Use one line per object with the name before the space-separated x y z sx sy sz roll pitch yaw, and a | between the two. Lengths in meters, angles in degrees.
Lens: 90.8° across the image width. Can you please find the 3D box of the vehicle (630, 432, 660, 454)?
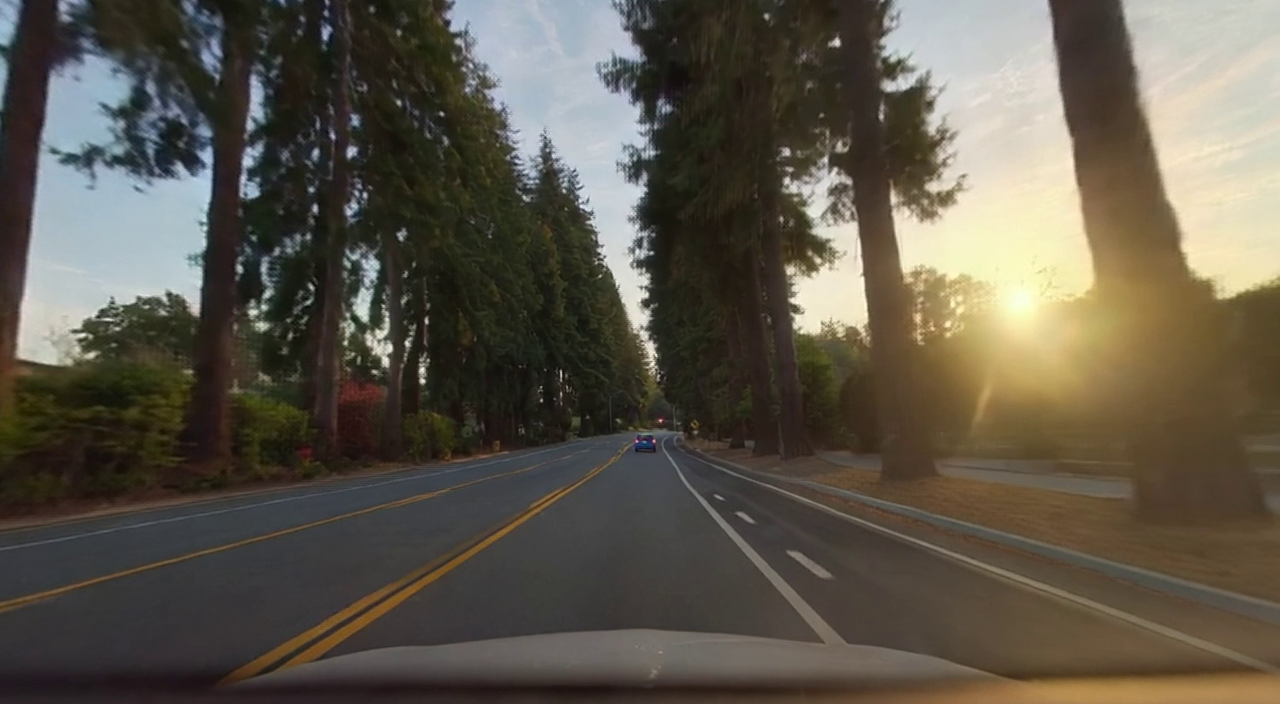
vehicle | 0.360 6.497 45.001 2.067 1.486 3.861 0 -9 1
